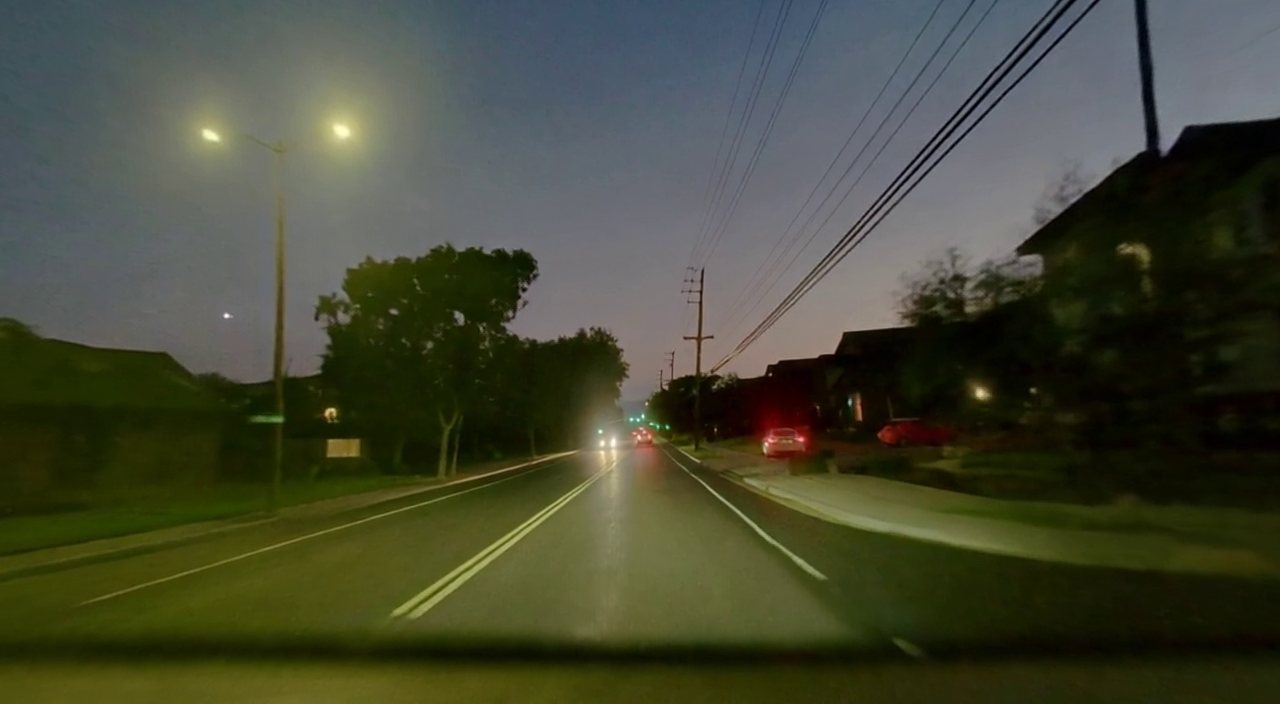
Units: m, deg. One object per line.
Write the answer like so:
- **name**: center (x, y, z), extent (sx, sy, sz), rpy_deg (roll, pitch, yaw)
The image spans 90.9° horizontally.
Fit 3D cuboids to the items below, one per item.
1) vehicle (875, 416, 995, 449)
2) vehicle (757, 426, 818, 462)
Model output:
- **vehicle**: center (14.317, 3.968, 30.826), extent (4.848, 1.509, 1.976), rpy_deg (-1, -9, 7)
- **vehicle**: center (7.221, 4.556, 31.270), extent (2.071, 1.510, 4.418), rpy_deg (-4, -9, 2)
